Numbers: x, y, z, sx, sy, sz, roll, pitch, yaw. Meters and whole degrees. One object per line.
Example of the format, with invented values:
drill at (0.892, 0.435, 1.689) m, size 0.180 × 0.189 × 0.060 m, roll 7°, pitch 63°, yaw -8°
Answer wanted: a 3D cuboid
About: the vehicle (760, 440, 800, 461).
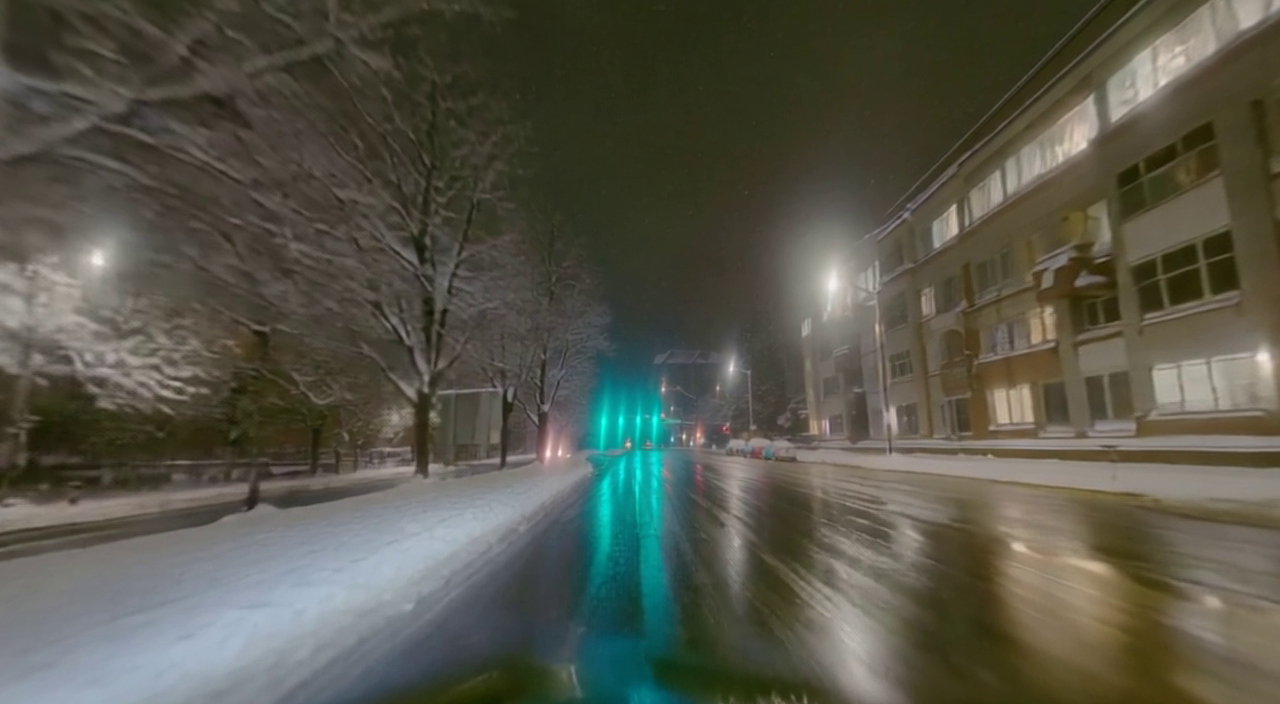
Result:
vehicle at (10.329, 7.316, 46.947) m, size 1.956 × 1.462 × 4.306 m, roll 0°, pitch -9°, yaw -1°
